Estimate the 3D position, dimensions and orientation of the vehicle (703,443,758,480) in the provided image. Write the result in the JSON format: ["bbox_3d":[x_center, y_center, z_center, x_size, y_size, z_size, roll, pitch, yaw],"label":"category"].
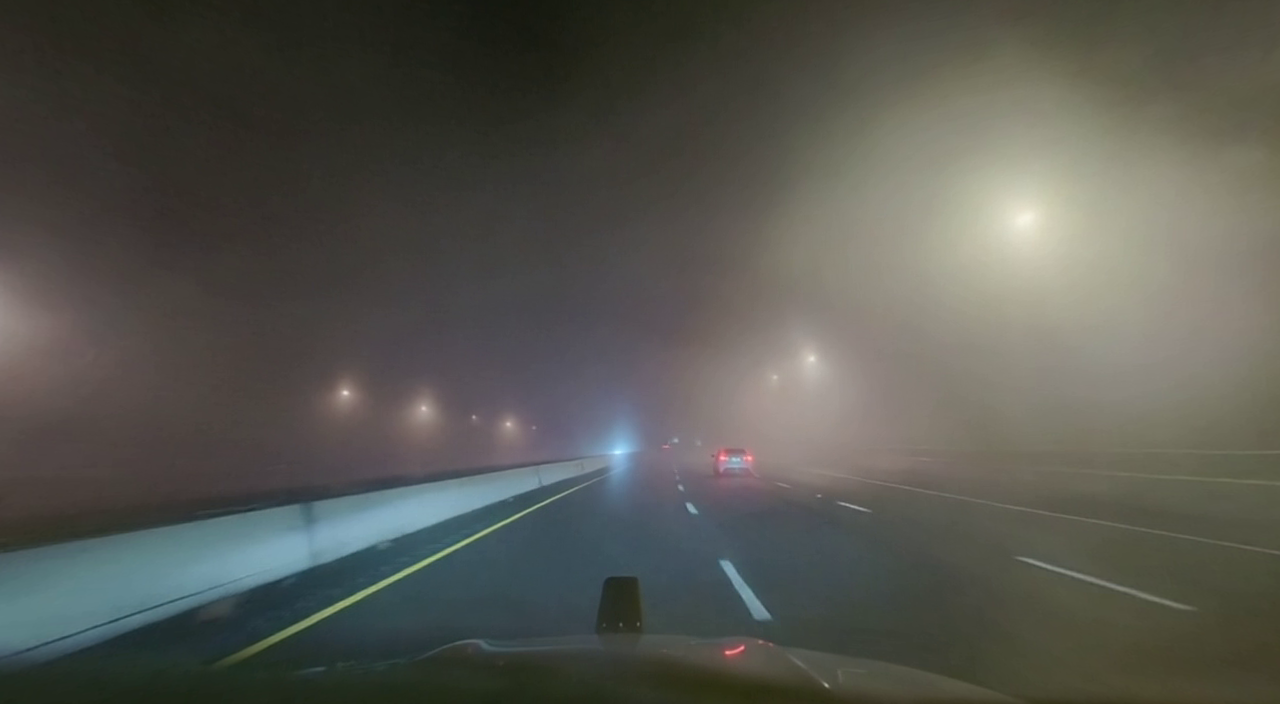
[{"bbox_3d":[3.915,4.800,27.928,1.874,1.506,4.116,0,-9,1],"label":"vehicle"}]
